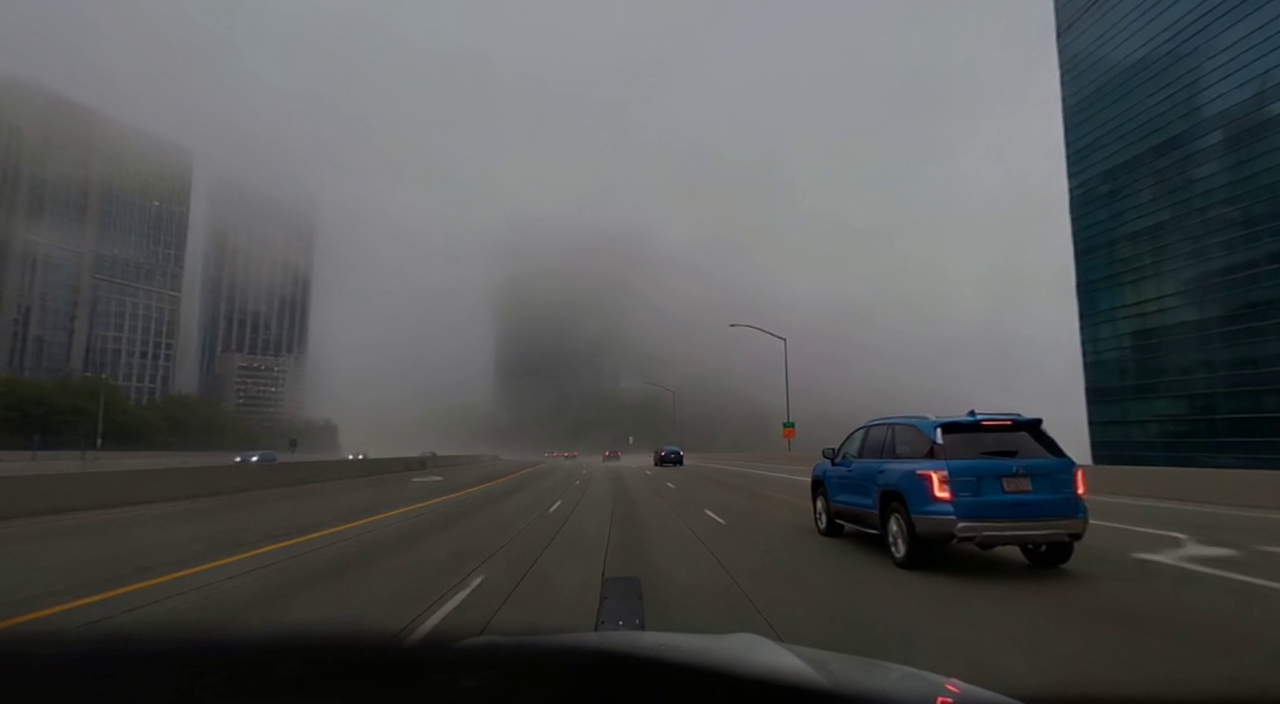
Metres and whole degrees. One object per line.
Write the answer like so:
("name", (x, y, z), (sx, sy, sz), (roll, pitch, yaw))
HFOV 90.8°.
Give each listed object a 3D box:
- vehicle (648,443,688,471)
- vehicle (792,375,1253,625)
("vehicle", (1.818, 7.112, 43.044), (2.110, 1.780, 4.682), (1, -9, -5))
("vehicle", (3.375, 1.410, 6.938), (2.182, 1.826, 4.392), (0, -9, -2))
